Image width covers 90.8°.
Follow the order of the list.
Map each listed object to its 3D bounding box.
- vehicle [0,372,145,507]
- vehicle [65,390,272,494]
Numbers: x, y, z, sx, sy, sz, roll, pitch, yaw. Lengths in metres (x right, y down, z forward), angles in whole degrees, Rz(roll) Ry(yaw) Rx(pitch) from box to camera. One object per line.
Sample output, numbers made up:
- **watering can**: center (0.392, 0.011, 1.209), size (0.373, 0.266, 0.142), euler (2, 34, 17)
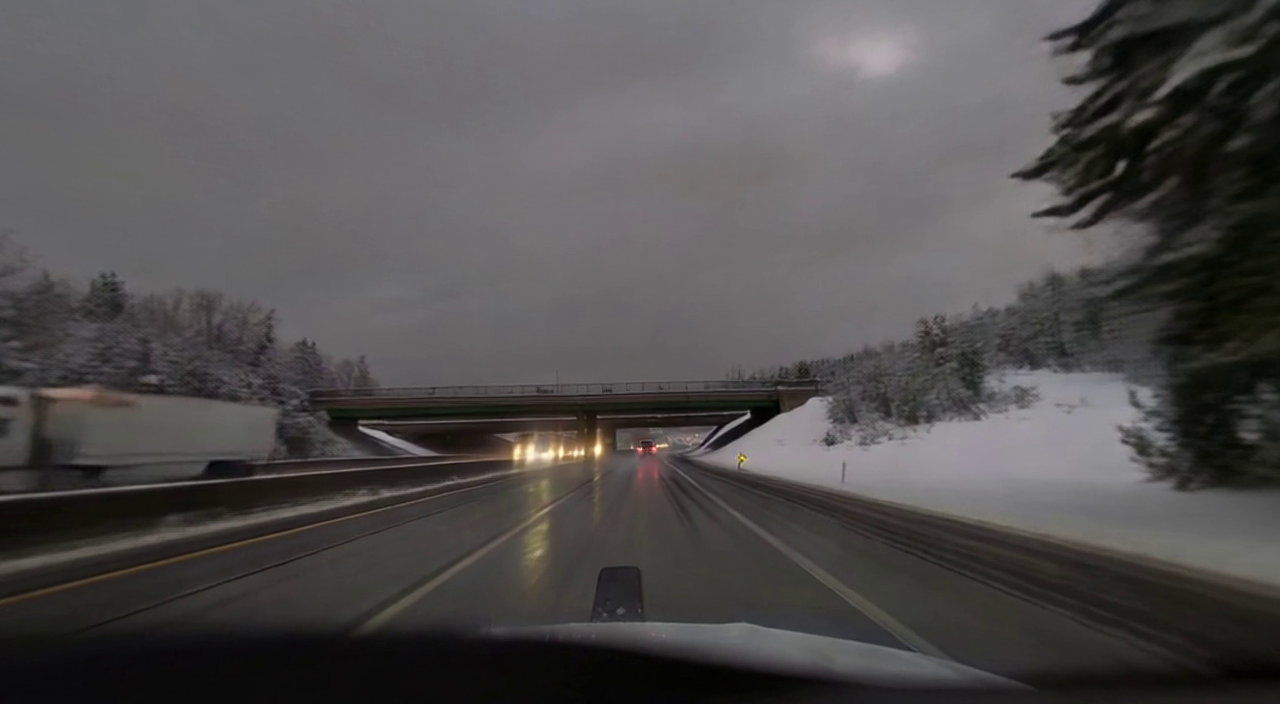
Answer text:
- **vehicle**: center (-21.039, 2.720, 19.529), size (2.990, 4.070, 10.171), euler (0, -9, 0)
- **vehicle**: center (-21.030, 4.218, 29.106), size (2.840, 4.071, 8.380), euler (0, -9, 0)
